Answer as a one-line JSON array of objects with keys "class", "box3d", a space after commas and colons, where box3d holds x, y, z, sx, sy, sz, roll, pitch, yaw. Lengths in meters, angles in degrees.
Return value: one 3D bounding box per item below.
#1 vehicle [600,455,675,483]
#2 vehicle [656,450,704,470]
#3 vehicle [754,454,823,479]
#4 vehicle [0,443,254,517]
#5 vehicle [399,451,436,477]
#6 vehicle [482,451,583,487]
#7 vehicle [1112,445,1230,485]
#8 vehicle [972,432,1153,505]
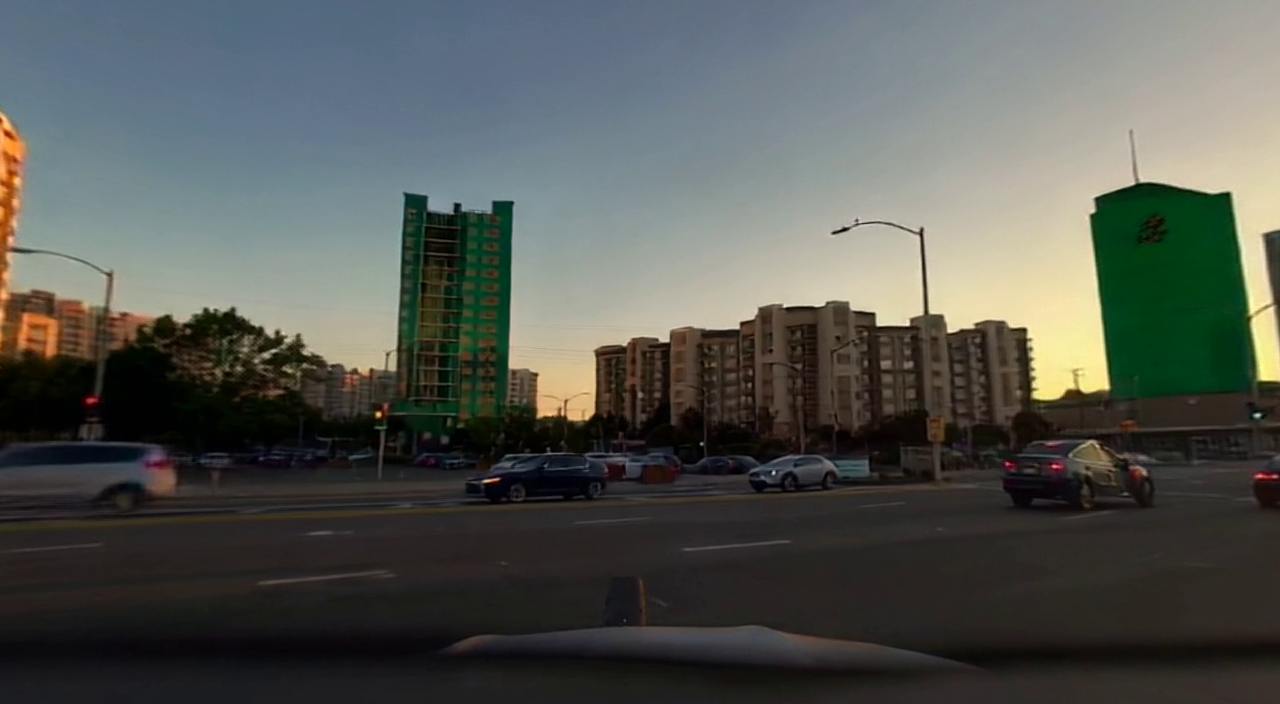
[{"class": "vehicle", "box3d": [-0.140, 7.084, 38.375, 4.215, 1.575, 1.884, 5, -10, -30]}, {"class": "vehicle", "box3d": [3.072, 8.437, 49.487, 2.133, 1.494, 4.108, 4, -9, -24]}, {"class": "vehicle", "box3d": [10.486, 8.025, 44.453, 4.604, 1.600, 1.875, 5, -10, -29]}, {"class": "vehicle", "box3d": [-11.640, 2.760, 14.045, 4.921, 1.453, 1.894, 4, -9, -26]}, {"class": "vehicle", "box3d": [-14.554, 7.263, 41.119, 1.845, 1.509, 3.855, 4, -9, -25]}, {"class": "vehicle", "box3d": [-5.972, 6.452, 35.062, 5.127, 1.803, 2.011, 4, -9, -27]}, {"class": "vehicle", "box3d": [21.831, 4.581, 25.885, 4.795, 1.465, 1.882, 4, -9, -27]}, {"class": "vehicle", "box3d": [11.139, 2.985, 16.614, 4.284, 1.692, 2.031, 4, -9, -27]}]
